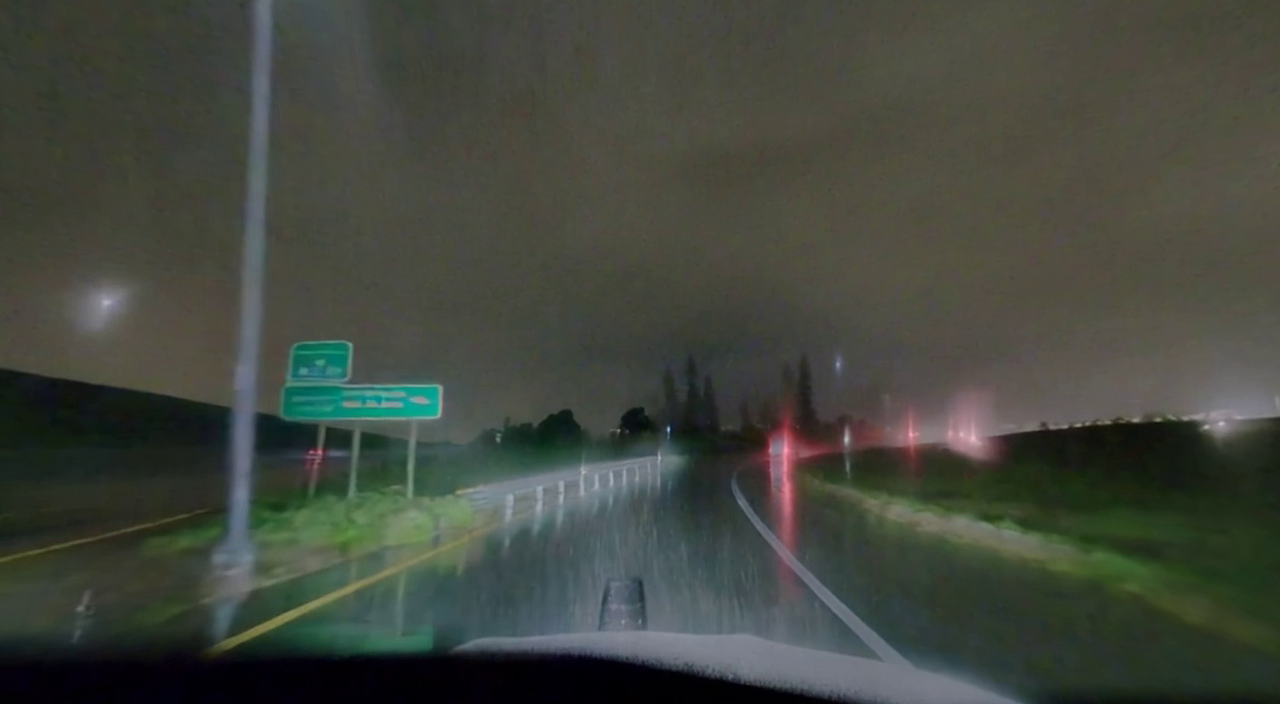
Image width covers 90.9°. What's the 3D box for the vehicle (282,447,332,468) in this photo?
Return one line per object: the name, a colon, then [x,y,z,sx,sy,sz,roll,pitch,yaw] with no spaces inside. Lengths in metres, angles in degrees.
vehicle: [-25.105,7.966,47.725,2.044,1.492,4.665,2,-9,-12]
